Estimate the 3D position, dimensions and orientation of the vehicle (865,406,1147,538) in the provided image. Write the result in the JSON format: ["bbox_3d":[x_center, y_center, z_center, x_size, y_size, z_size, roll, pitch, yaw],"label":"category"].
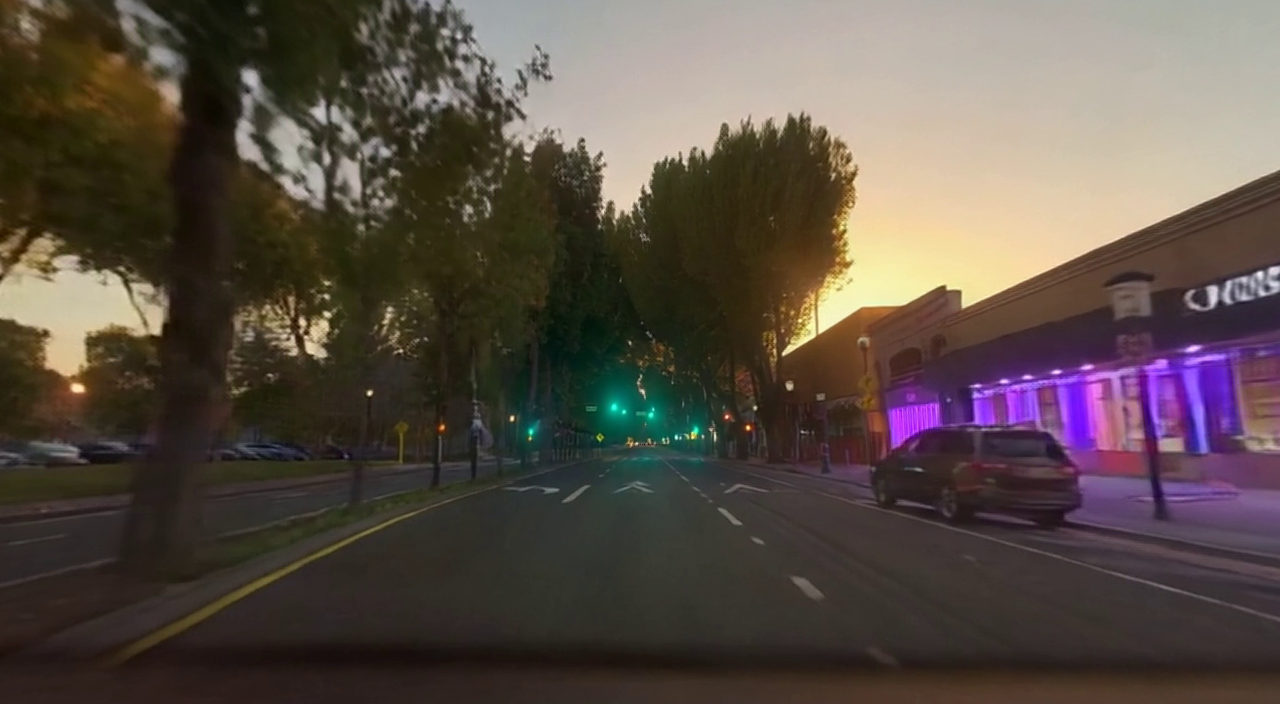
[{"bbox_3d":[6.221,2.108,11.680,2.112,1.894,4.910,0,-8,-2],"label":"vehicle"}]
